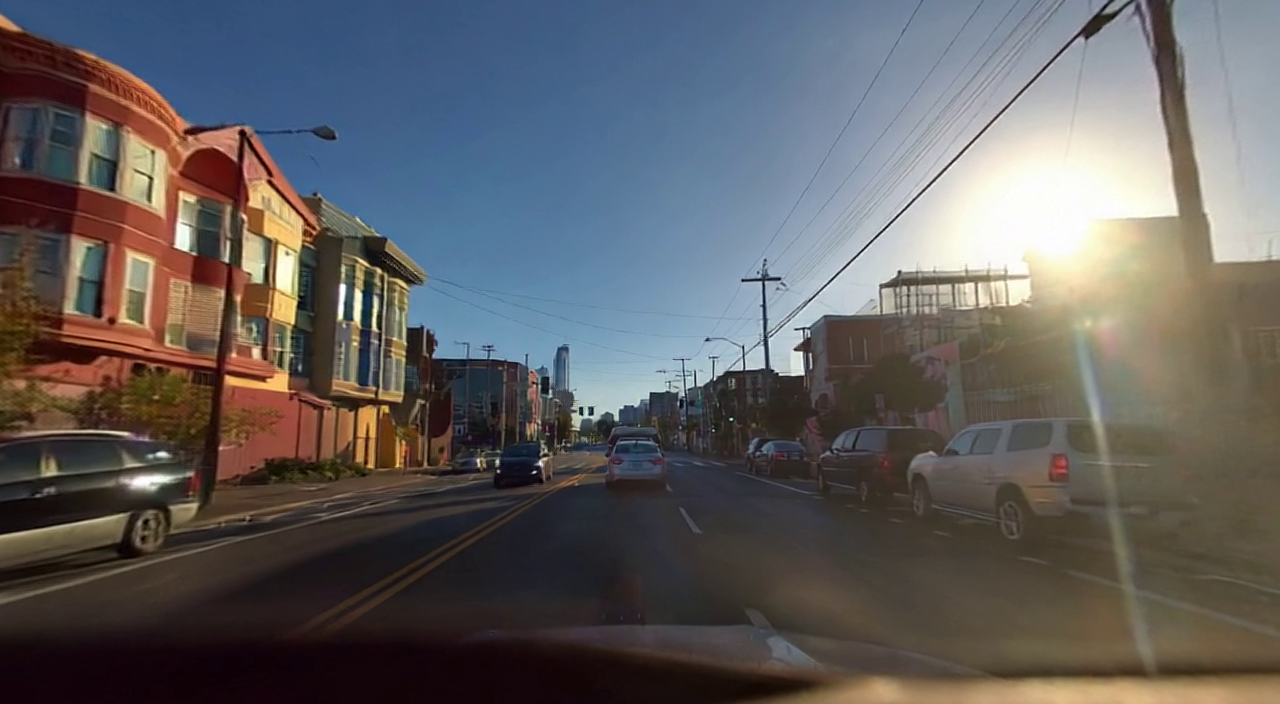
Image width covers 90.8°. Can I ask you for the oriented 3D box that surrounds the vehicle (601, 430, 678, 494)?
[{"bbox_3d":[-0.003,3.109,18.131,1.980,1.635,3.795,0,-8,0],"label":"vehicle"}]

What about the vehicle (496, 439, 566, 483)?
[{"bbox_3d":[-4.087,4.153,24.378,1.968,1.524,4.304,0,-8,0],"label":"vehicle"}]

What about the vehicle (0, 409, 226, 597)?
[{"bbox_3d":[-7.380,1.586,6.941,2.095,1.847,5.290,0,-8,-1],"label":"vehicle"}]

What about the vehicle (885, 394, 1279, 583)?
[{"bbox_3d":[6.209,1.938,9.997,2.203,2.052,5.975,0,-8,-1],"label":"vehicle"}]

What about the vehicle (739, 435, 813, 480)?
[{"bbox_3d":[6.279,4.936,29.978,2.197,1.917,5.637,0,-8,0],"label":"vehicle"}]
